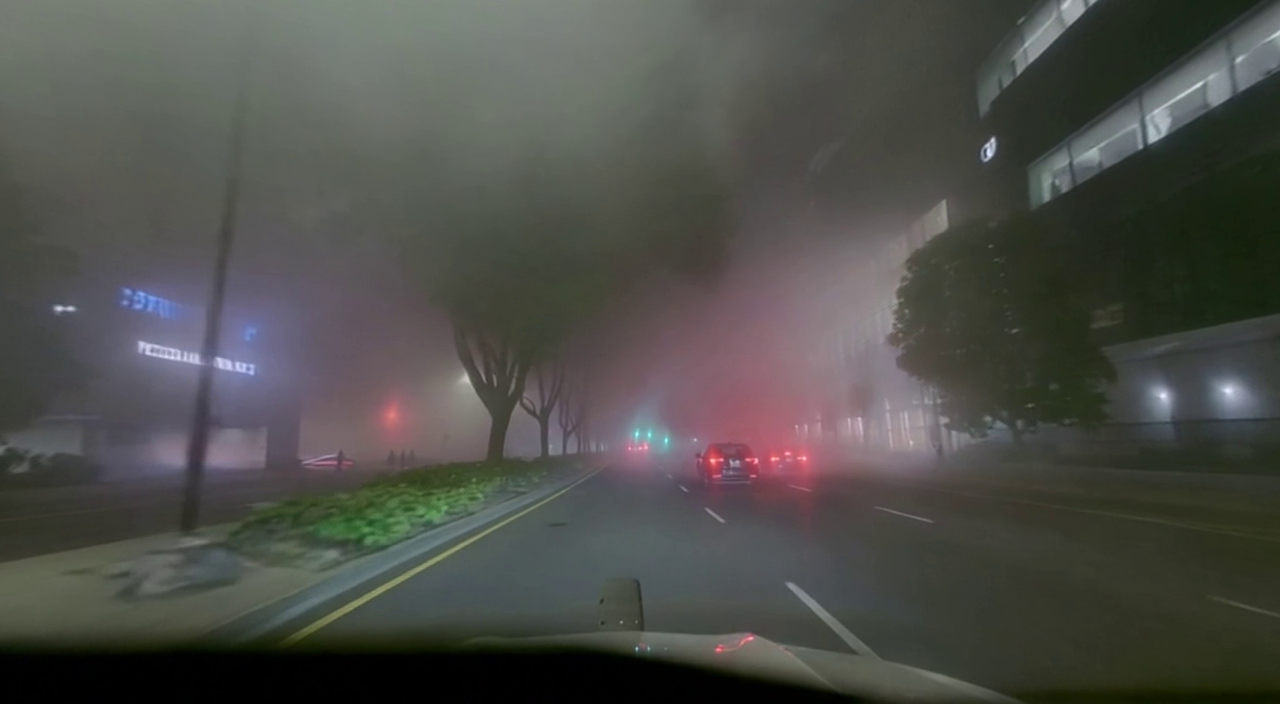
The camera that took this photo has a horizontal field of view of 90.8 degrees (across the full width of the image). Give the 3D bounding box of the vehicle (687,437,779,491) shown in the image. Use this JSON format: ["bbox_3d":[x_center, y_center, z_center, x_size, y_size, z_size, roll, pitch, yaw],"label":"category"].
[{"bbox_3d":[2.746,3.458,19.833,2.131,1.491,4.496,0,-9,-1],"label":"vehicle"}]

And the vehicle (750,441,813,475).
[{"bbox_3d":[6.363,4.826,28.979,1.912,1.411,4.380,0,-9,0],"label":"vehicle"}]
